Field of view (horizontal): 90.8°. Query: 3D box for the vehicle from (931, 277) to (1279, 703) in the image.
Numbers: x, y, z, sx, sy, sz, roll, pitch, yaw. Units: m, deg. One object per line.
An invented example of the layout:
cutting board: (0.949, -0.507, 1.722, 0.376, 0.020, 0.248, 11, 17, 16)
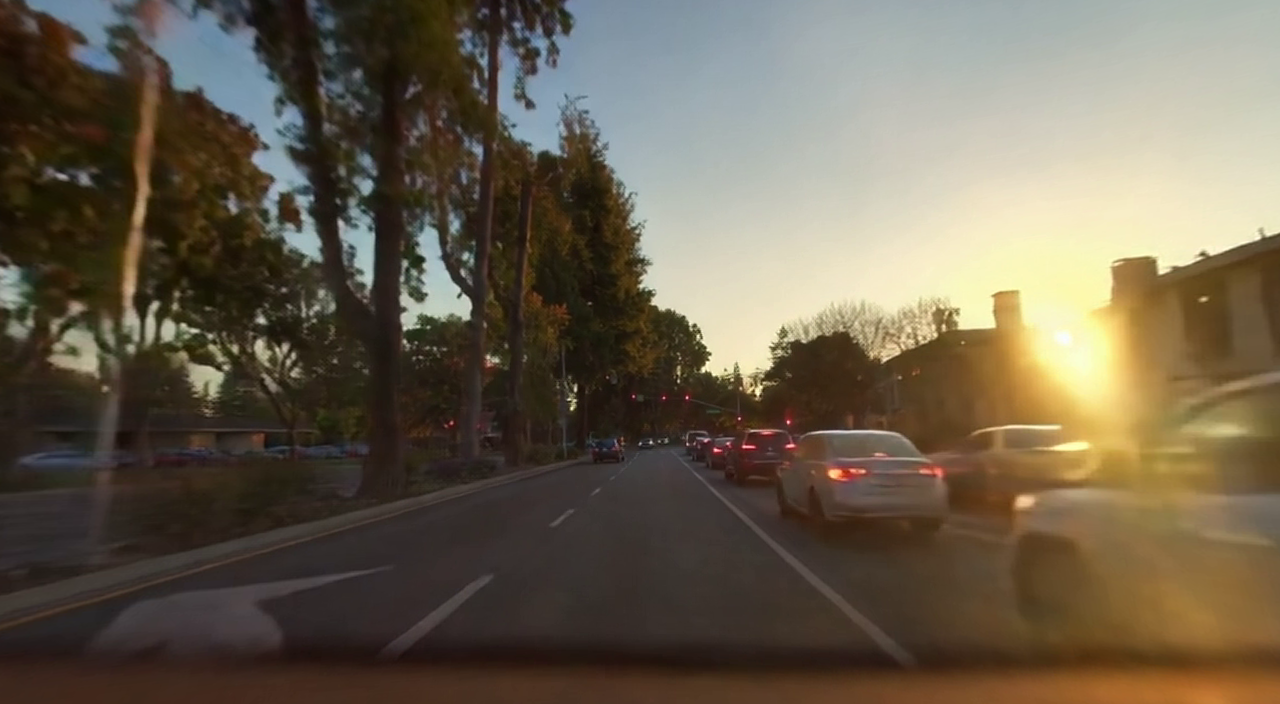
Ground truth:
vehicle: (2.827, 0.616, 1.599, 2.052, 1.693, 4.554, 0, -8, 1)

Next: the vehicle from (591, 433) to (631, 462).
vehicle: (-1.749, 5.925, 39.420, 2.083, 1.691, 4.398, 0, -8, 2)

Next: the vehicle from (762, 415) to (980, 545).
vehicle: (3.191, 1.836, 9.638, 1.945, 1.563, 3.735, 0, -8, 1)
